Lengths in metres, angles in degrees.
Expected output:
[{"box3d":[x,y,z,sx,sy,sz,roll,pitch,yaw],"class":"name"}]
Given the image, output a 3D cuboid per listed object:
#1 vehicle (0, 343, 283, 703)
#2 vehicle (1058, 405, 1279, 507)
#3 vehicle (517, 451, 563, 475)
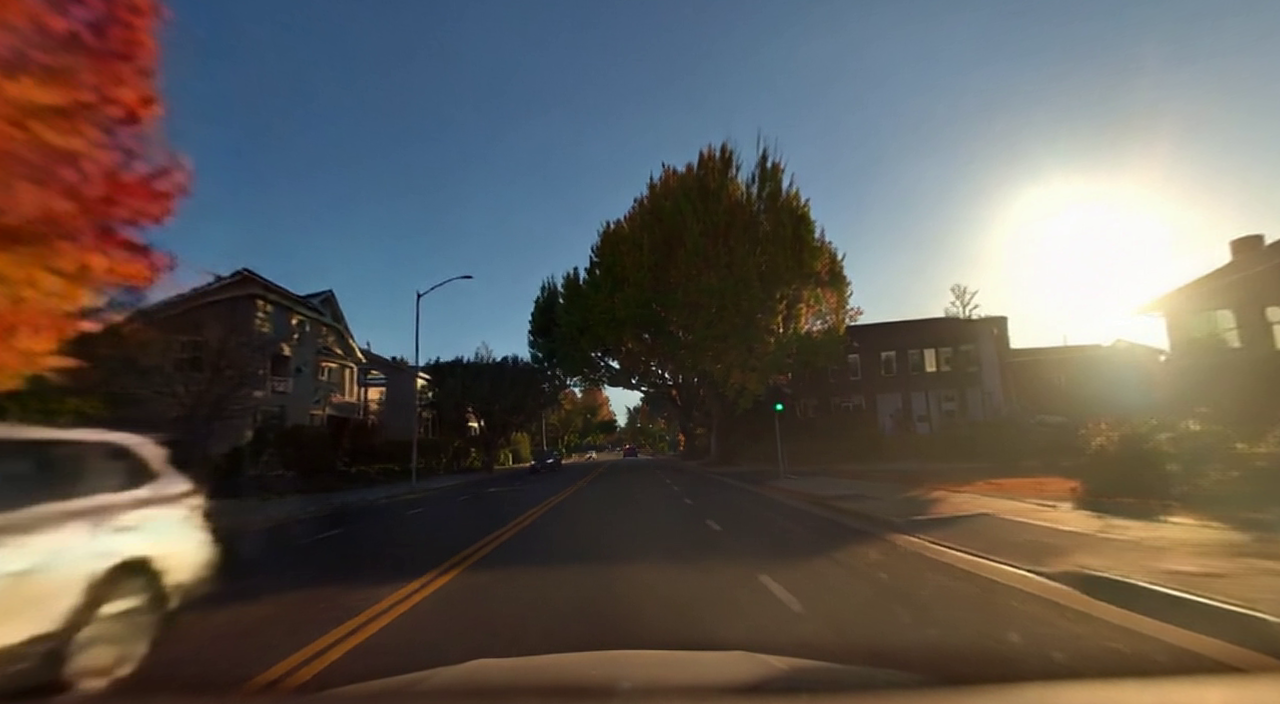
[{"box3d":[-3.924,0.778,2.398,2.356,1.702,4.700,0,-9,0],"class":"vehicle"},{"box3d":[12.149,2.402,14.744,2.028,1.935,5.021,-2,-9,10],"class":"vehicle"},{"box3d":[-6.545,7.331,41.941,2.243,1.476,4.729,0,-9,0],"class":"vehicle"}]
